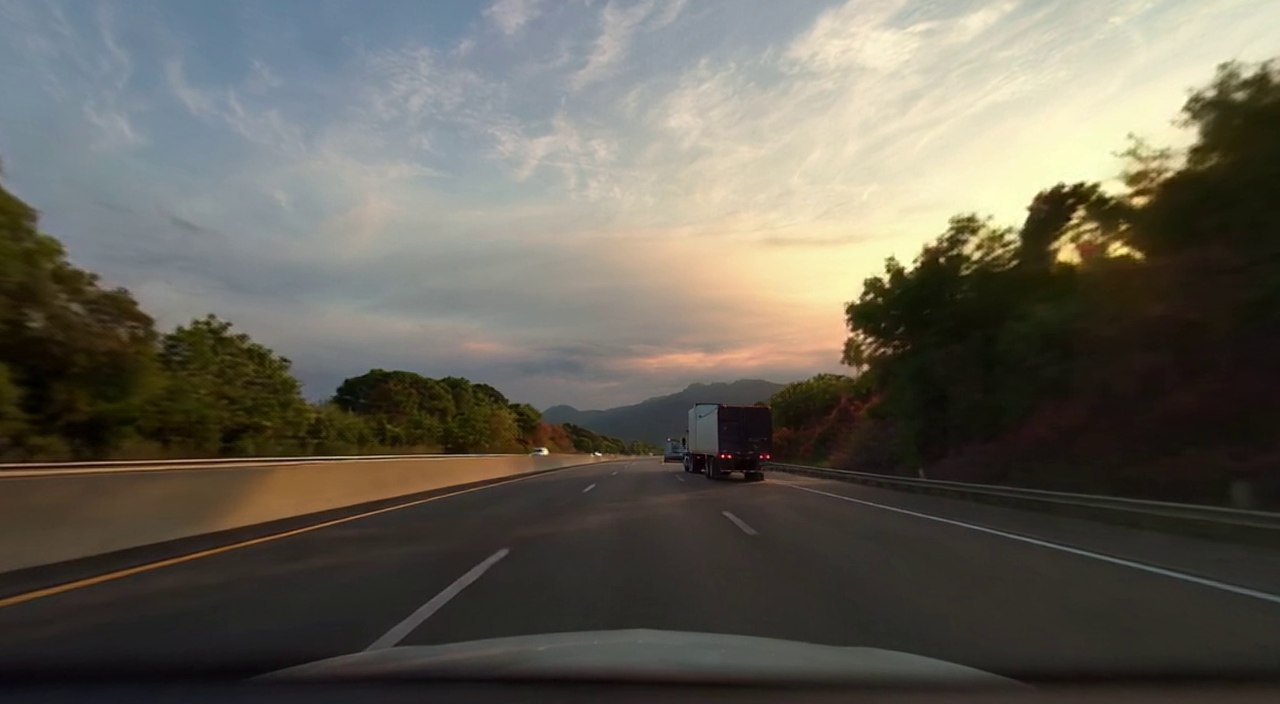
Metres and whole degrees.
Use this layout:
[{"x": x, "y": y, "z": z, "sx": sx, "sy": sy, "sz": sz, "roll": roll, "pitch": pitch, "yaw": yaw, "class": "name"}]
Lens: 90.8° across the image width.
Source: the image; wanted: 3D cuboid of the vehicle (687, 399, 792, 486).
[{"x": 4.503, "y": 4.714, "z": 32.273, "sx": 2.868, "sy": 3.427, "sz": 14.032, "roll": 0, "pitch": -9, "yaw": -1, "class": "vehicle"}]
